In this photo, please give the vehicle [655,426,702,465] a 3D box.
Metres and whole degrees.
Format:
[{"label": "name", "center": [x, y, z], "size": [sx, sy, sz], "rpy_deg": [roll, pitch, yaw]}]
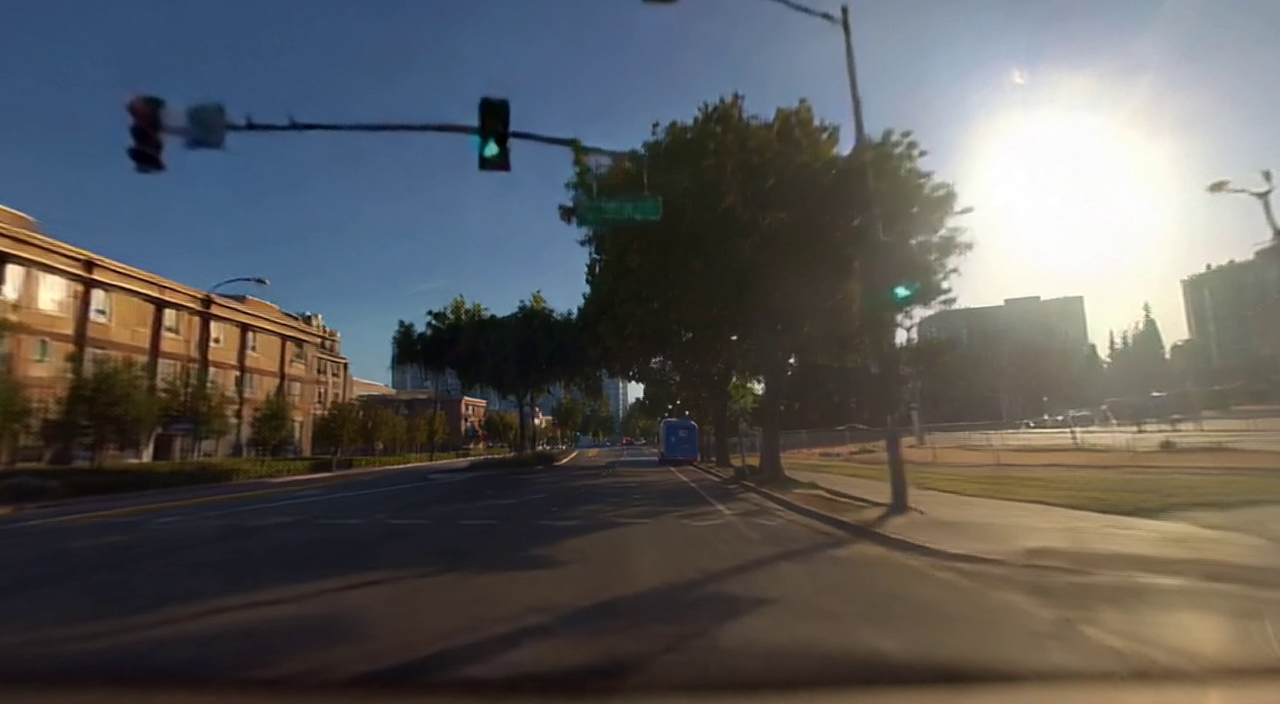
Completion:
[{"label": "vehicle", "center": [2.260, 5.733, 38.817], "size": [2.514, 2.218, 5.013], "rpy_deg": [0, -9, -1]}]
